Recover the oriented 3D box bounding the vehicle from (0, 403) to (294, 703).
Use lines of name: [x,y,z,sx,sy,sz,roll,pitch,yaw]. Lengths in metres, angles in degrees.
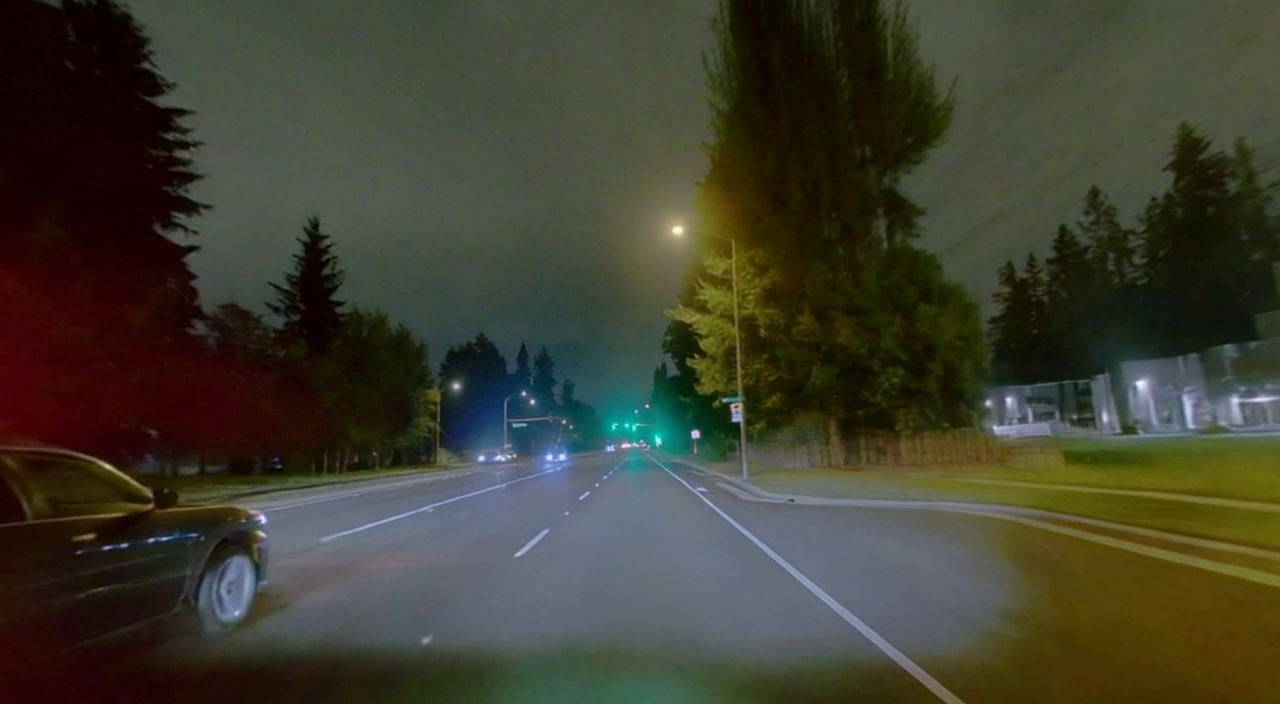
vehicle: [-3.314,0.845,1.675,2.020,1.478,4.890,0,-8,0]
